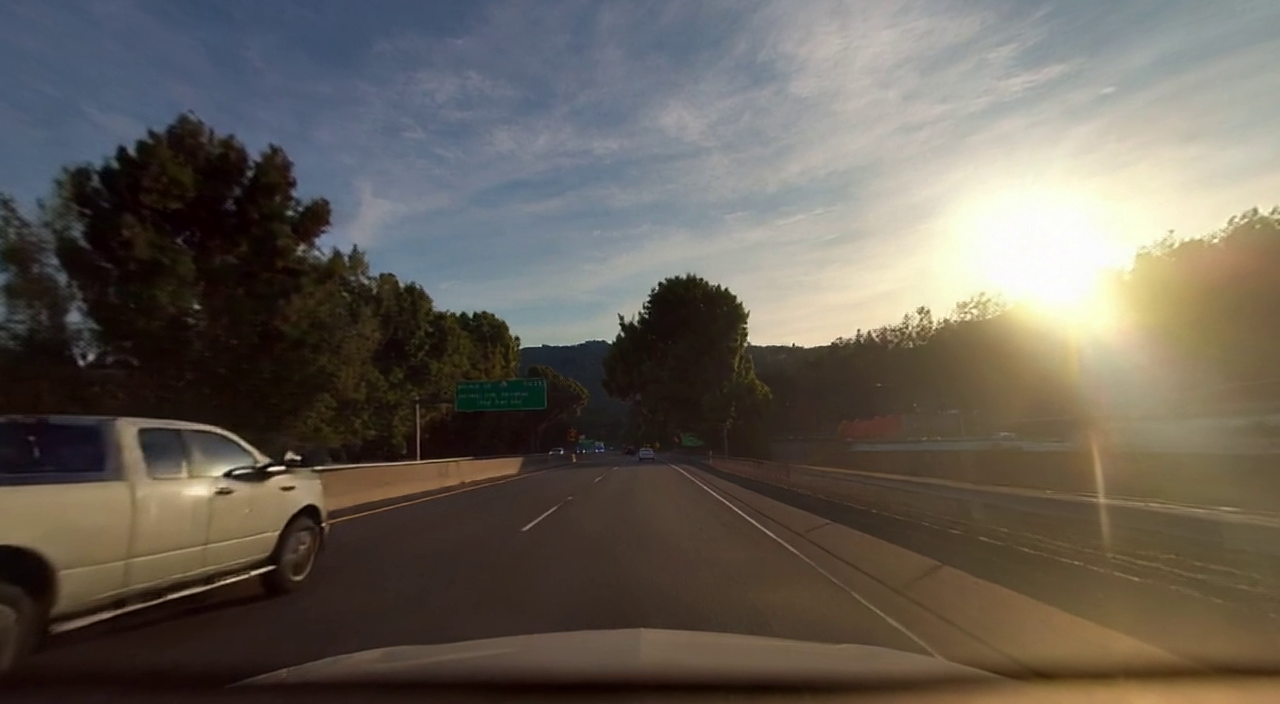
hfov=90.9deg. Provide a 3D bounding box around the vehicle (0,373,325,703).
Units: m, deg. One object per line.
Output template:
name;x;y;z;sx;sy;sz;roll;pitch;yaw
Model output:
vehicle;-3.701;1.010;3.285;2.009;1.638;3.968;0;-9;0
